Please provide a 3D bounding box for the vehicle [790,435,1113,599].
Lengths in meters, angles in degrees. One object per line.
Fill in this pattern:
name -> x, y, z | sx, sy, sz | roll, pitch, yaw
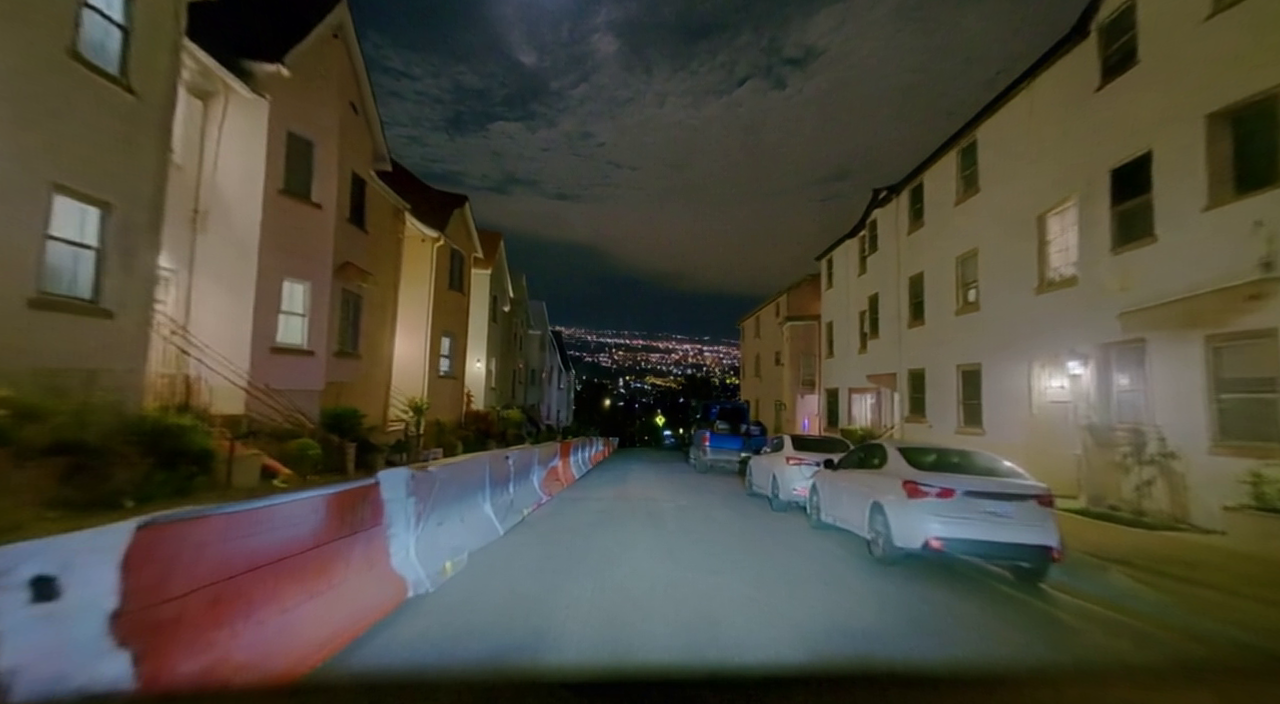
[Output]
vehicle -> 3.307, 1.767, 7.807 | 1.805, 1.436, 4.201 | 0, -7, -1
